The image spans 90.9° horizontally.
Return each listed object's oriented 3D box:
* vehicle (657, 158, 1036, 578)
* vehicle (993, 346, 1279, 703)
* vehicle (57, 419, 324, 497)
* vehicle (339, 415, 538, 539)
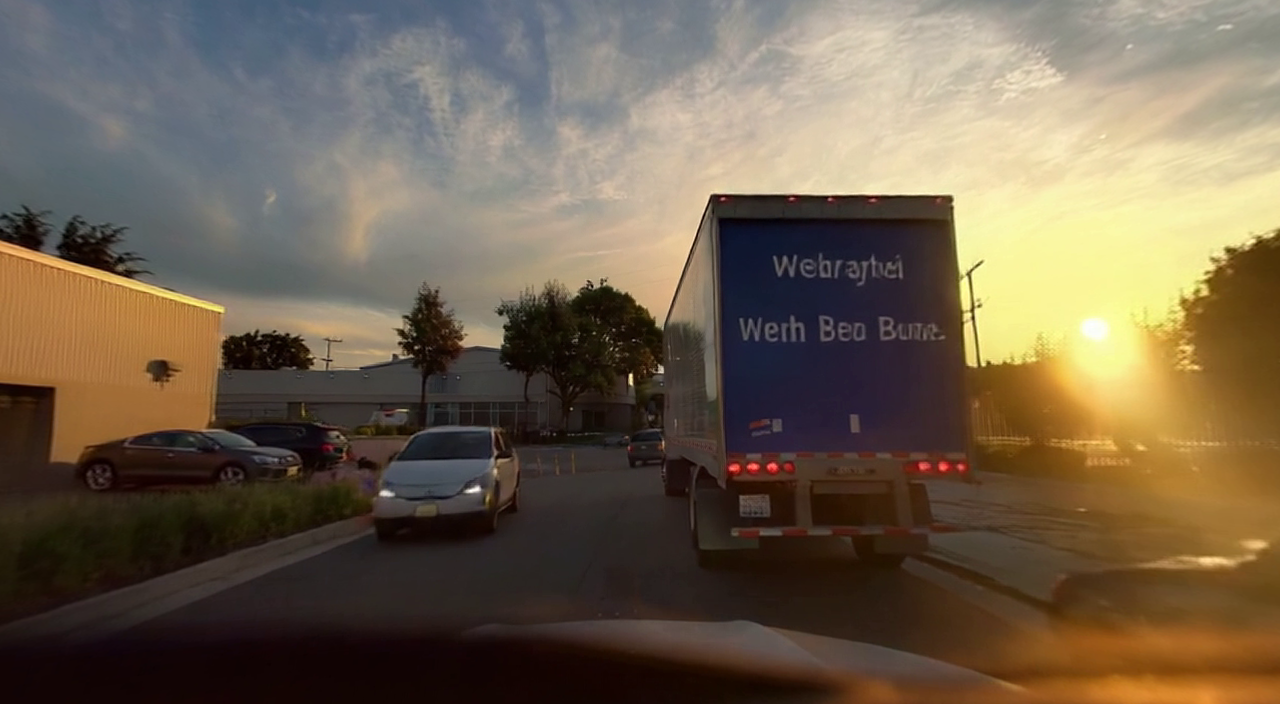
[{"bbox_3d":[2.137,1.058,13.325,2.865,4.113,14.471,0,-8,-1],"label":"vehicle"},{"bbox_3d":[2.442,0.658,0.737,1.866,1.531,3.579,0,-8,-2],"label":"vehicle"},{"bbox_3d":[-9.106,2.176,13.129,4.015,1.461,1.903,1,-8,-5],"label":"vehicle"},{"bbox_3d":[-2.779,1.797,9.718,1.780,1.488,4.043,0,-8,-1],"label":"vehicle"}]
